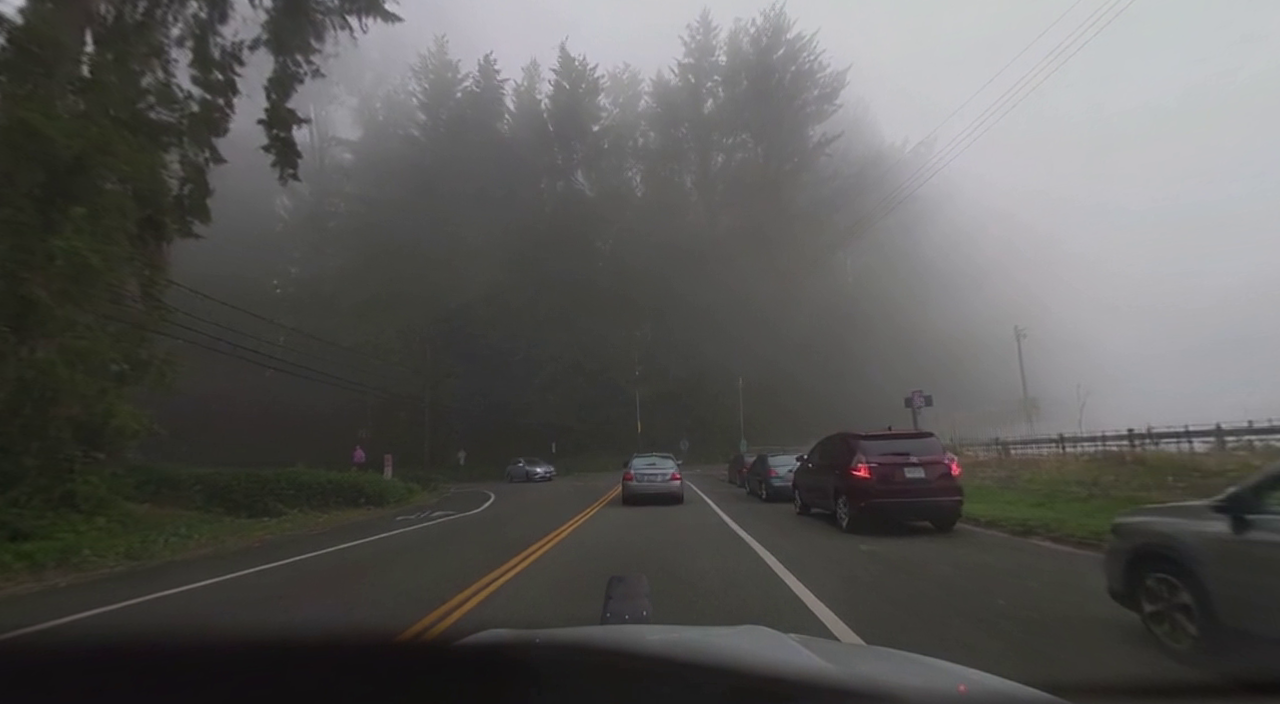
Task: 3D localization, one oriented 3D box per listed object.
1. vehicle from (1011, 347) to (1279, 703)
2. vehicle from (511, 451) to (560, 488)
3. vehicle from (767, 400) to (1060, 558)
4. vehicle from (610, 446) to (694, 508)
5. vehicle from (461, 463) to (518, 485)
[{"bbox_3d":[4.101,0.874,2.865,2.093,1.822,4.483,0,-8,1],"label":"vehicle"},{"bbox_3d":[-6.233,6.839,37.110,2.131,1.961,4.955,2,-9,-17],"label":"vehicle"},{"bbox_3d":[4.191,2.113,11.432,2.484,2.037,6.362,0,-8,0],"label":"vehicle"},{"bbox_3d":[0.371,3.448,17.858,2.078,1.521,4.058,0,-8,2],"label":"vehicle"},{"bbox_3d":[-11.785,9.474,49.156,2.087,1.544,4.811,8,-12,-44],"label":"vehicle"}]
